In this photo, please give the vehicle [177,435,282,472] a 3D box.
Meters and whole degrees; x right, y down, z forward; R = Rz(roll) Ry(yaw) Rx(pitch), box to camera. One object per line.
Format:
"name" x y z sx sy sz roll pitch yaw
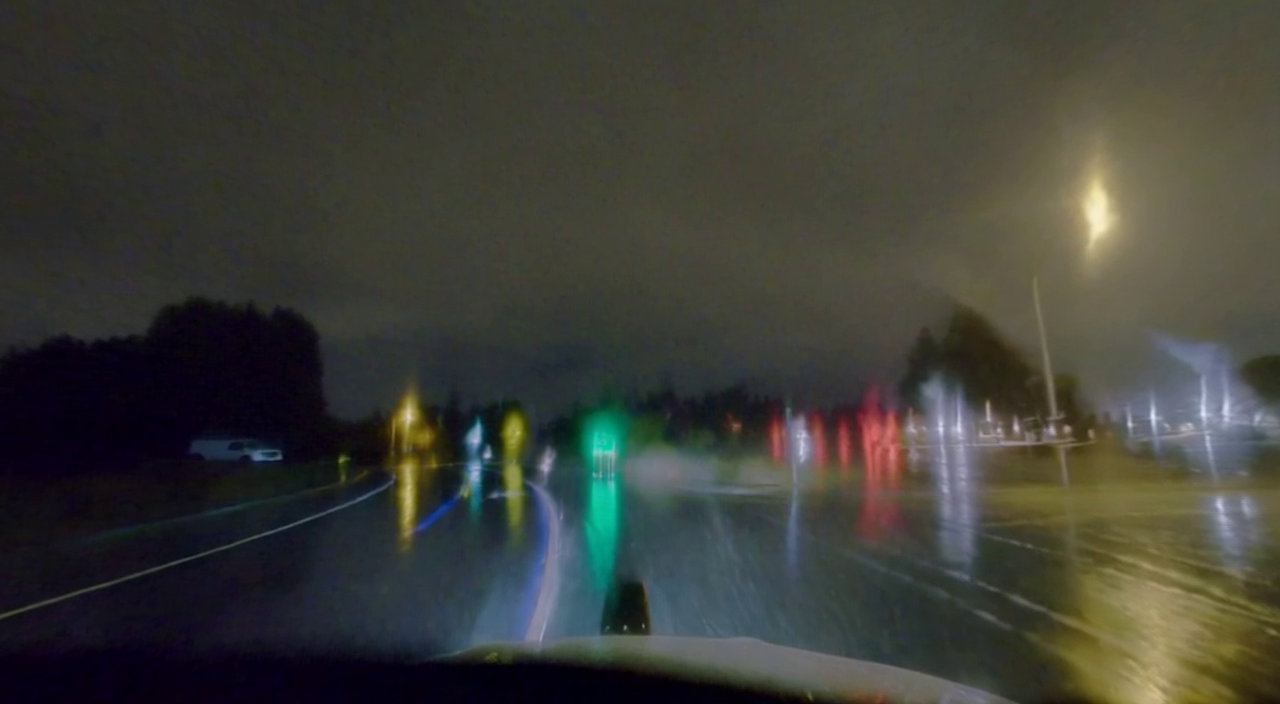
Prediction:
"vehicle" -23.142 5.704 35.637 4.699 1.996 2.116 -2 -9 11
